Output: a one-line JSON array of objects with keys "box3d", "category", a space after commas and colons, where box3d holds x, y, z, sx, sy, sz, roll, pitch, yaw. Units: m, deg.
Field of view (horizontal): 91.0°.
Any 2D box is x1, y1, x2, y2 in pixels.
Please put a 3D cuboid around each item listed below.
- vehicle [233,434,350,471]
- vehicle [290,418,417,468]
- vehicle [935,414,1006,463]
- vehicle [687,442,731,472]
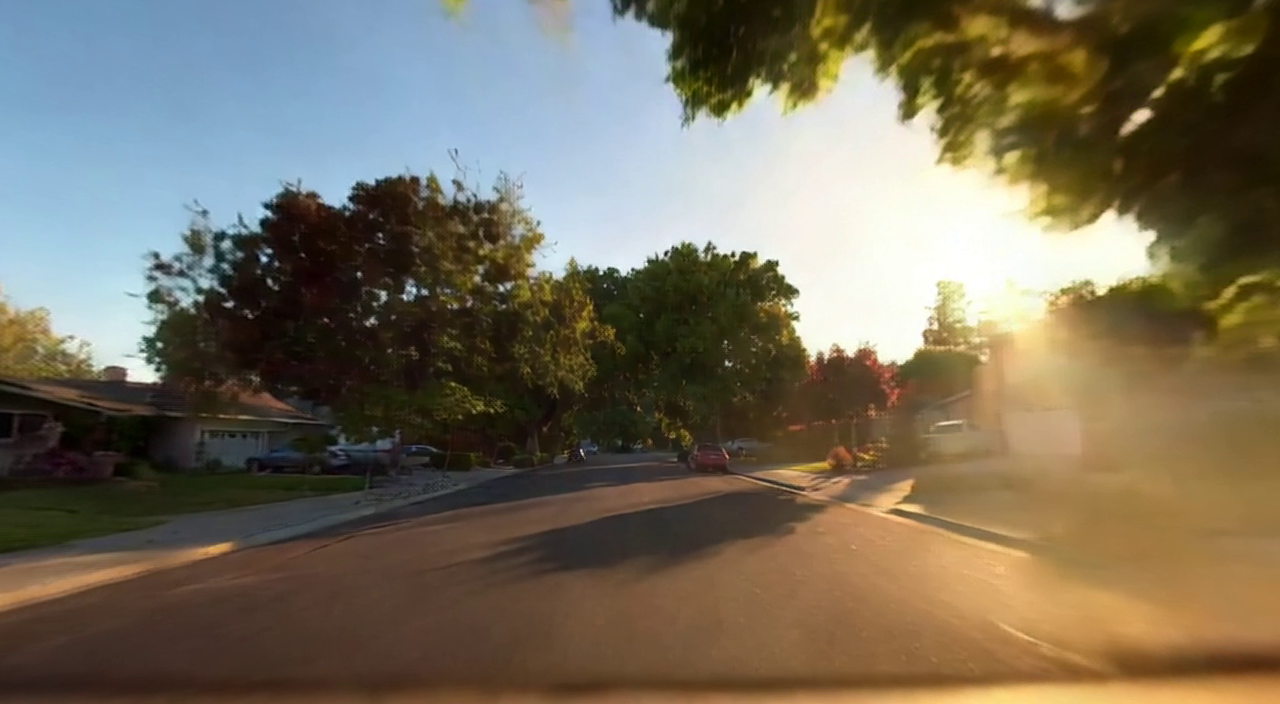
[{"box3d": [-15.955, 4.636, 29.034, 2.018, 1.534, 4.253, -4, -10, 25], "category": "vehicle"}, {"box3d": [-16.972, 5.440, 37.454, 6.381, 2.645, 2.703, -3, -9, 10], "category": "vehicle"}, {"box3d": [14.742, 3.848, 27.960, 2.222, 1.963, 4.670, -6, -10, 33], "category": "vehicle"}, {"box3d": [3.715, 5.720, 34.605, 2.011, 1.521, 4.292, 0, -8, 1], "category": "vehicle"}]
